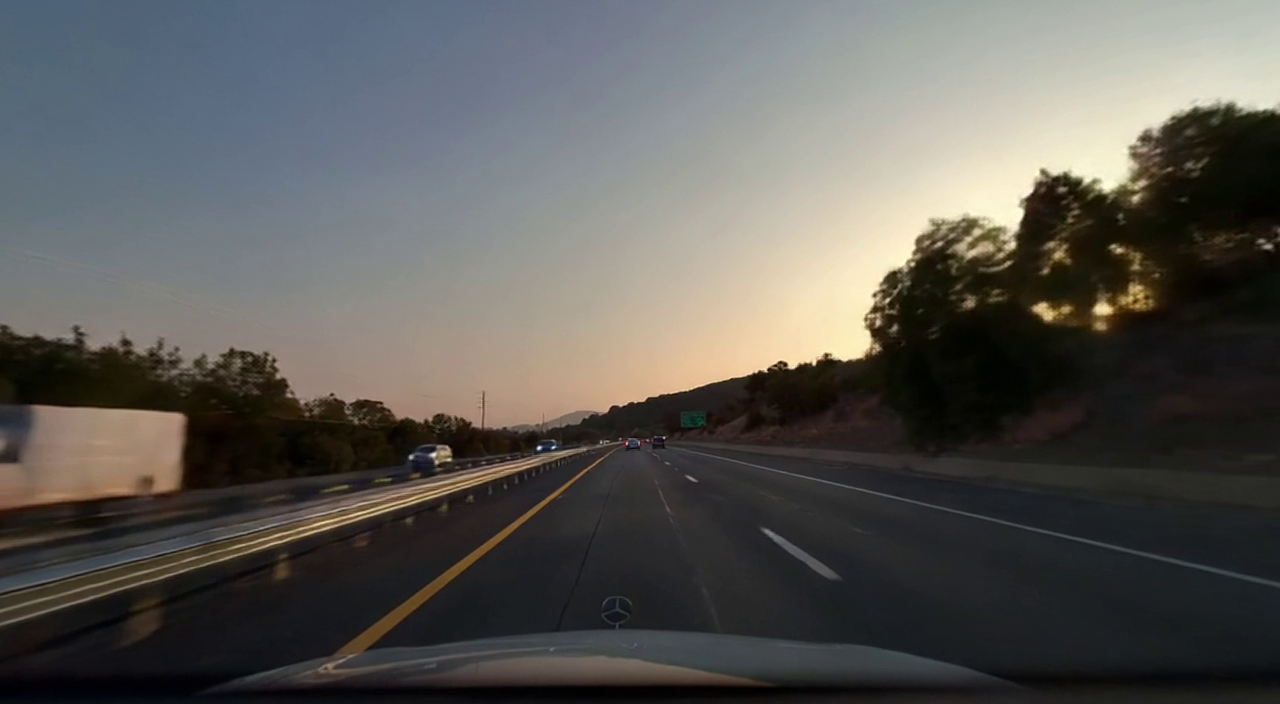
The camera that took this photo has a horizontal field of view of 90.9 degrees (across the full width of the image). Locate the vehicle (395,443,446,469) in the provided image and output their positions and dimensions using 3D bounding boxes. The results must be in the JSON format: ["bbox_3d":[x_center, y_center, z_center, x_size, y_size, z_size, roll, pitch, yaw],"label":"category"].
[{"bbox_3d":[-12.878,6.111,37.237,1.748,1.440,3.680,0,-8,-1],"label":"vehicle"}]

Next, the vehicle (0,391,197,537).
[{"bbox_3d":[-12.749,2.244,13.067,2.304,2.610,6.728,0,-8,-1],"label":"vehicle"}]
